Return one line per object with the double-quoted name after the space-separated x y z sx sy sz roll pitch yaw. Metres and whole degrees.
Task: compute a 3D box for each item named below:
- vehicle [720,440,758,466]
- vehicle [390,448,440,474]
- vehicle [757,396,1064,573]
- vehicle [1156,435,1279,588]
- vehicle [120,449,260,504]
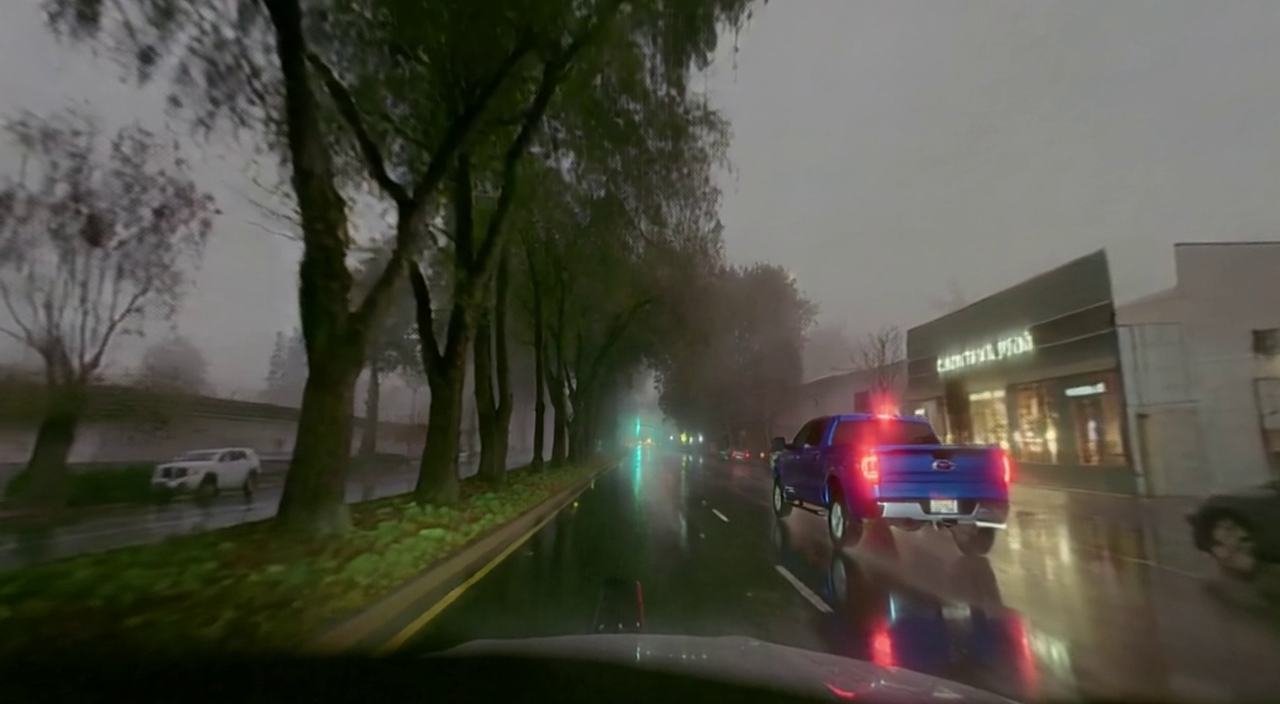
7.431 7.640 47.825 1.961 1.840 5.264 0 -8 -1 "vehicle"
-16.023 7.771 45.072 1.919 1.616 4.723 -2 -8 -1 "vehicle"
3.325 1.781 9.312 2.085 1.828 5.383 0 -8 -1 "vehicle"
7.561 1.515 5.597 2.076 1.536 4.423 1 -8 -2 "vehicle"
-15.951 4.376 22.675 1.913 1.734 4.357 0 -8 -2 "vehicle"
